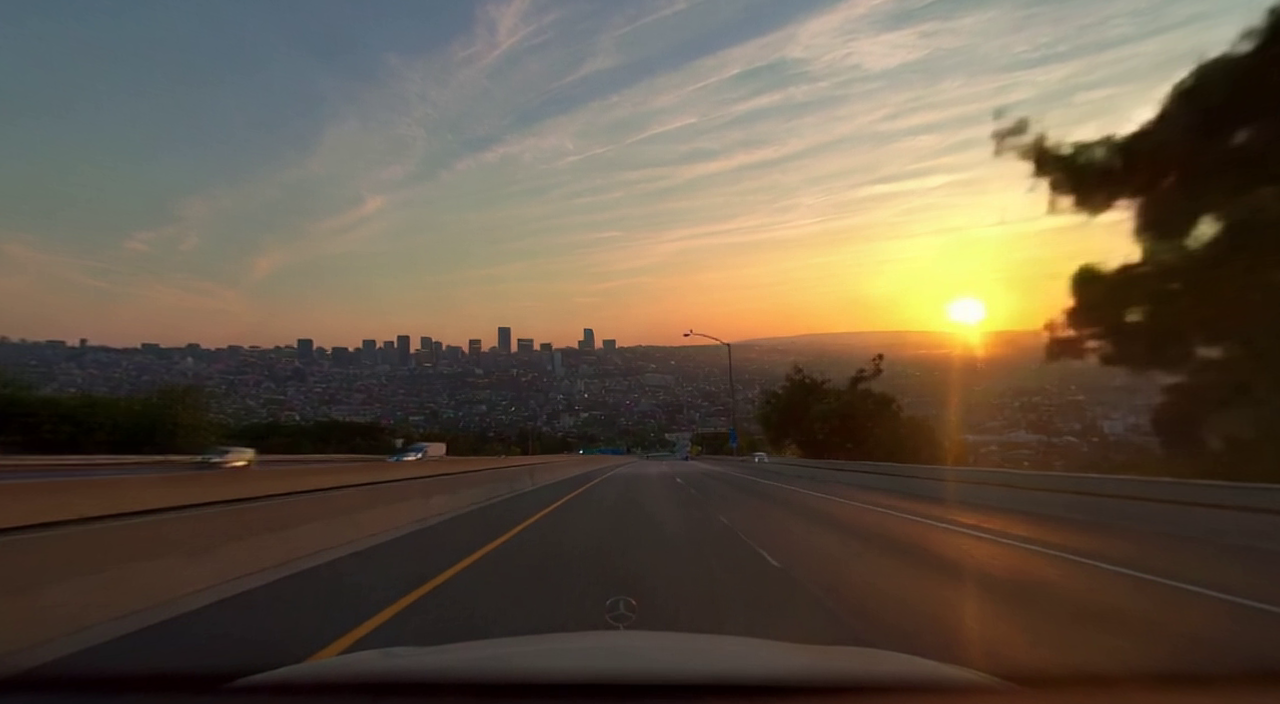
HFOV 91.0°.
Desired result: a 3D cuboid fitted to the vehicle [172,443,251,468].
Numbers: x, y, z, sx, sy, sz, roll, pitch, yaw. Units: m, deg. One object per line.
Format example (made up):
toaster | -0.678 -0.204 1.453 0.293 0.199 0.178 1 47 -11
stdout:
vehicle | -31.846 7.710 47.016 2.167 1.681 5.717 0 -9 -4
